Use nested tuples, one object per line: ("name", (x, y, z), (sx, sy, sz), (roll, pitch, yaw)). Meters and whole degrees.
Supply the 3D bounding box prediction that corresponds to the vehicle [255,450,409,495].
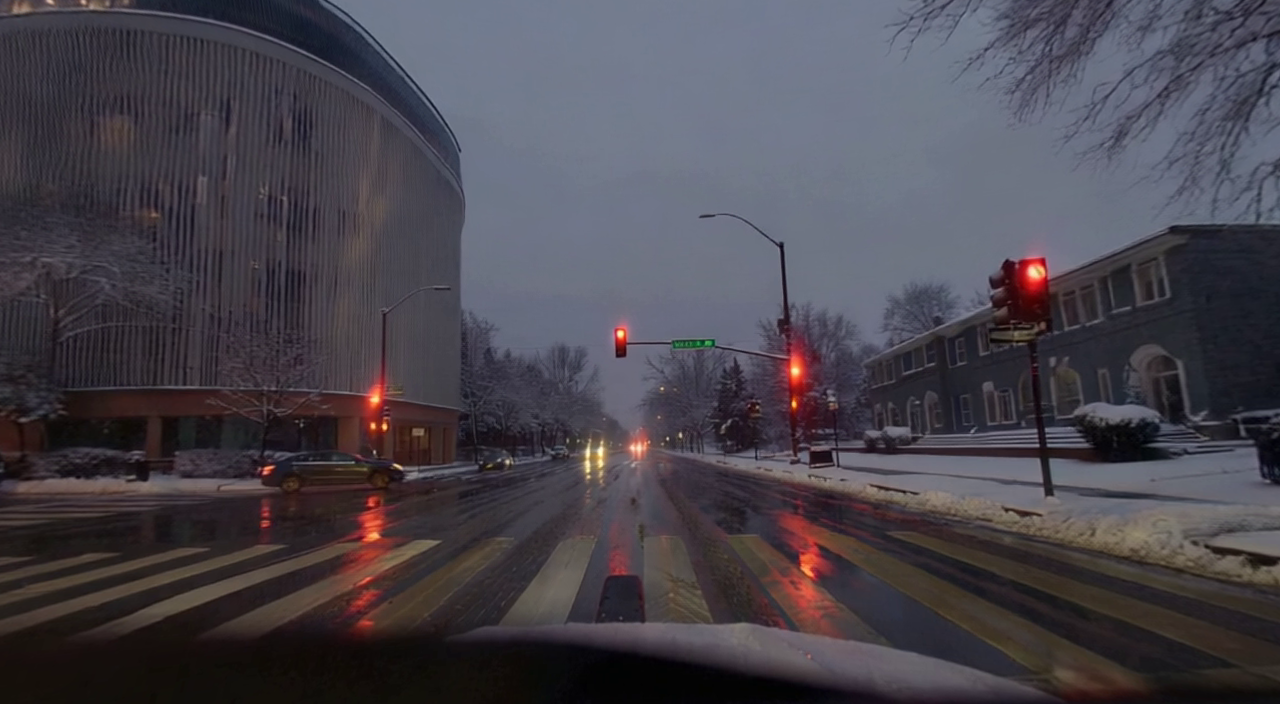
("vehicle", (-11.222, 4.350, 23.253), (4.833, 1.452, 2.088), (4, -9, -27))
